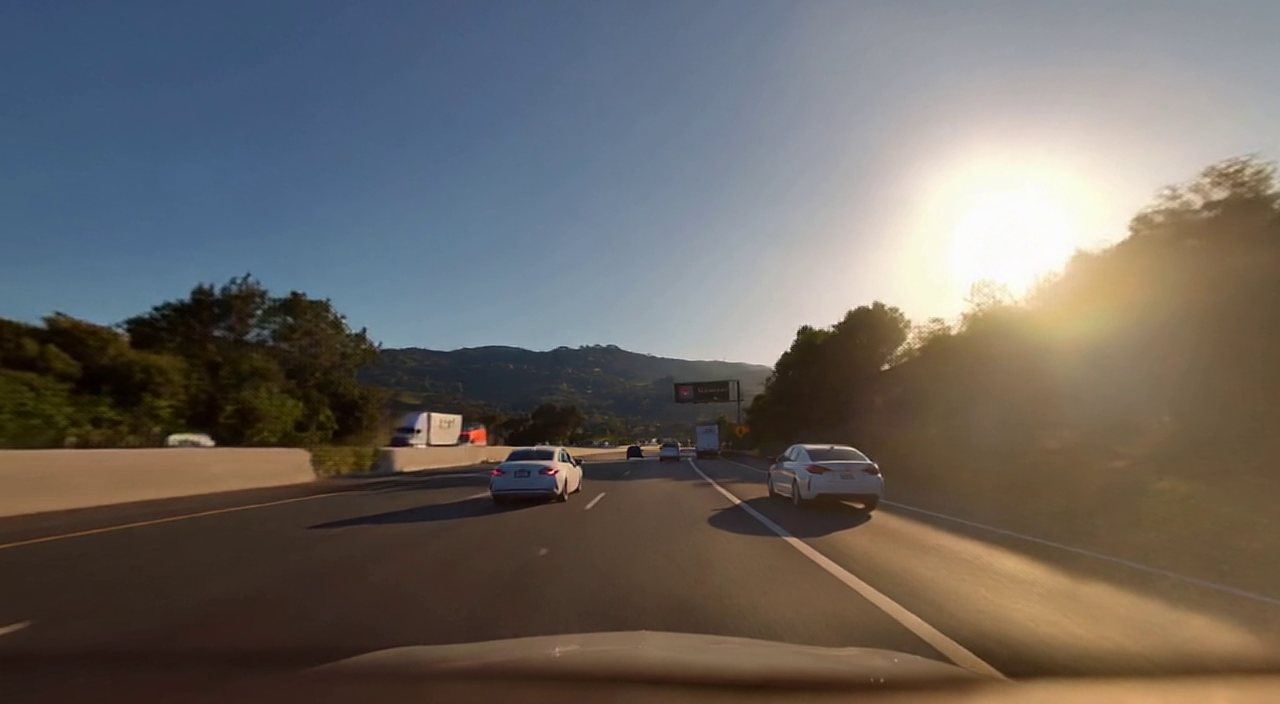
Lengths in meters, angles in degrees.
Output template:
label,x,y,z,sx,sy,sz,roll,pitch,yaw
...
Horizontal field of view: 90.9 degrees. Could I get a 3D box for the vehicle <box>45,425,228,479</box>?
label,x,y,z,sx,sy,sz,roll,pitch,yaw
vehicle,-19.657,3.952,25.181,2.290,1.837,6.023,-2,-8,1

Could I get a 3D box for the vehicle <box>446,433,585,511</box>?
label,x,y,z,sx,sy,sz,roll,pitch,yaw
vehicle,-2.636,2.679,14.680,2.031,1.491,4.792,-1,-8,3

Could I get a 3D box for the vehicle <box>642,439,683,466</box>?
label,x,y,z,sx,sy,sz,roll,pitch,yaw
vehicle,1.302,5.651,35.616,2.202,1.467,3.929,-1,-8,3

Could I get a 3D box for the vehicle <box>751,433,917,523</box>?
label,x,y,z,sx,sy,sz,roll,pitch,yaw
vehicle,3.629,2.422,12.731,2.013,1.464,4.317,0,-8,1

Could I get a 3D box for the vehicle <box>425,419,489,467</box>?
label,x,y,z,sx,sy,sz,roll,pitch,yaw
vehicle,-10.637,5.311,36.800,2.562,2.559,3.019,-4,-9,7

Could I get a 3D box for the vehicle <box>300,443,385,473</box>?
label,x,y,z,sx,sy,sz,roll,pitch,yaw
vehicle,-16.054,5.722,34.368,2.140,1.483,4.828,-1,-8,2
